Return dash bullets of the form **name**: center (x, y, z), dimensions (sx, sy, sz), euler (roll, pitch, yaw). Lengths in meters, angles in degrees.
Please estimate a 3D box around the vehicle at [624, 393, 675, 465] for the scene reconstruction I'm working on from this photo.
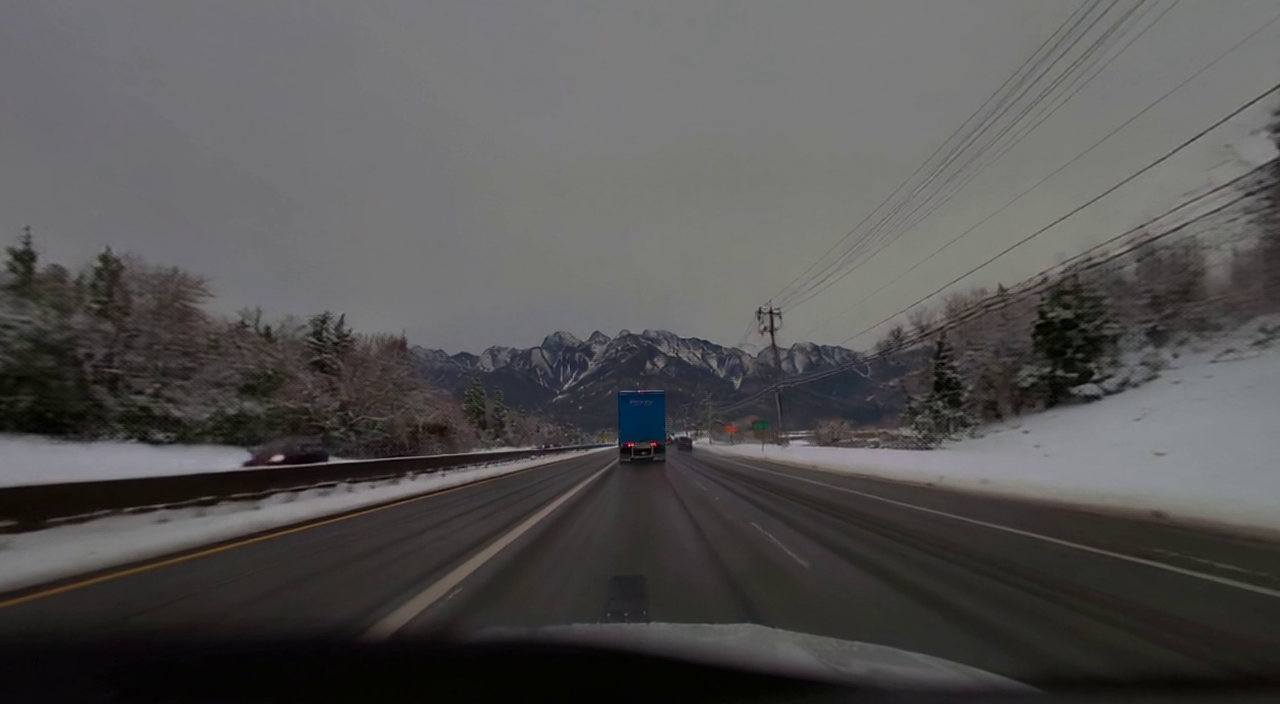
- **vehicle**: center (0.466, 5.272, 41.865), dimensions (2.919, 4.101, 11.541), euler (0, -8, -1)

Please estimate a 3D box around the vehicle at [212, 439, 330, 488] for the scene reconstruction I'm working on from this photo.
- **vehicle**: center (-16.466, 4.958, 28.510), dimensions (2.303, 1.977, 4.922), euler (0, -8, 0)
